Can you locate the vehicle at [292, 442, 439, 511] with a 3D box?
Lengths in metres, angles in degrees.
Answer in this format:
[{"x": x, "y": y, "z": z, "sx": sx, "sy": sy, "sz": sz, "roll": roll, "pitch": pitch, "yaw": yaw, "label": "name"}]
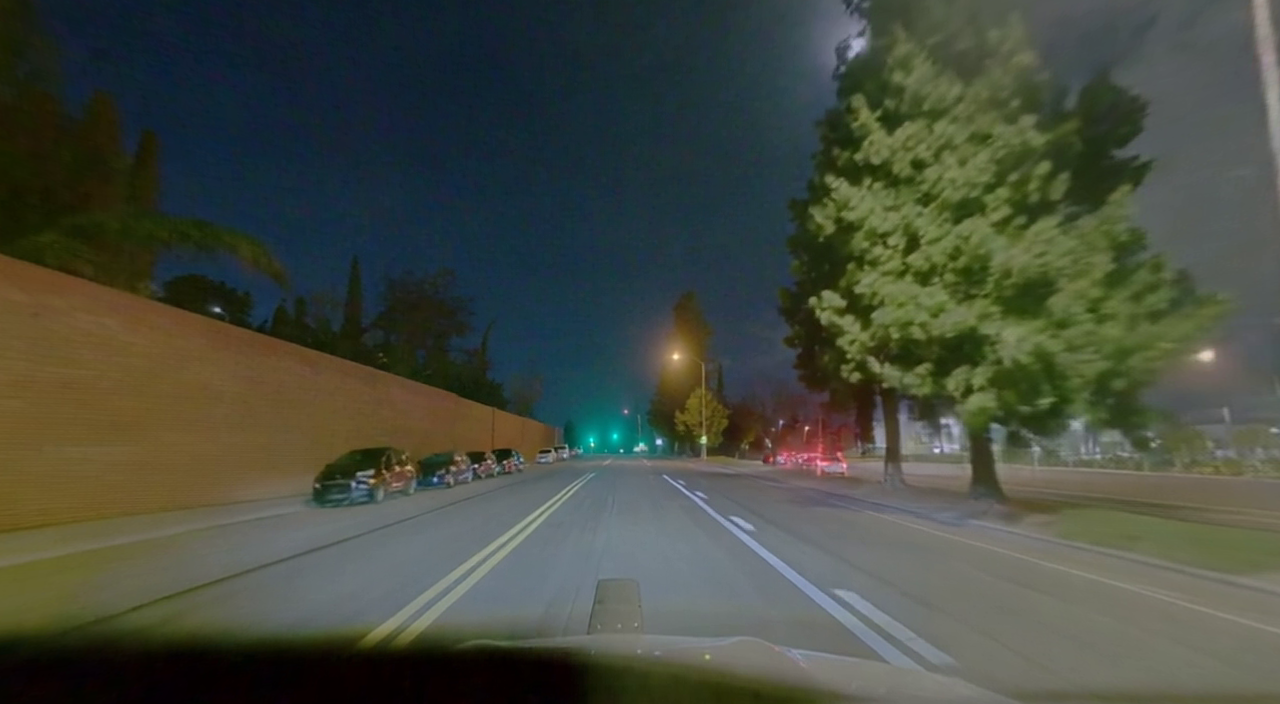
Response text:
[{"x": -7.015, "y": 3.178, "z": 16.777, "sx": 1.899, "sy": 1.485, "sz": 4.593, "roll": 2, "pitch": -8, "yaw": -2, "label": "vehicle"}]
